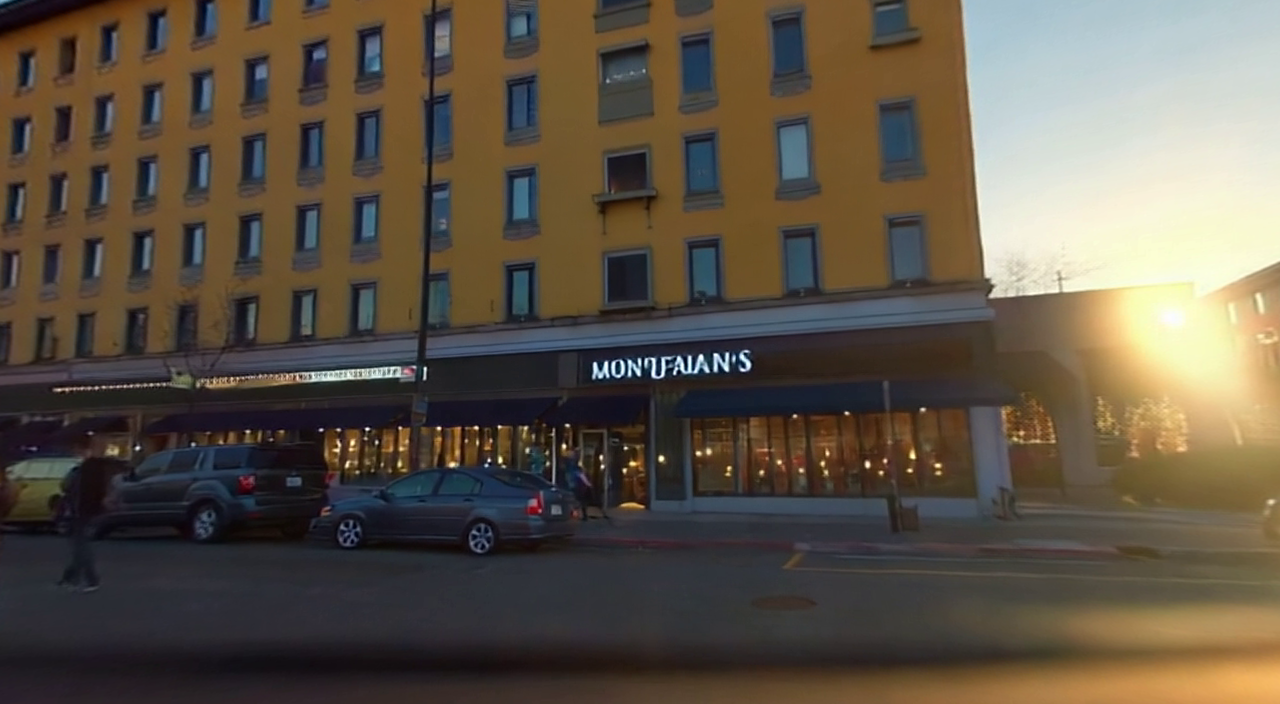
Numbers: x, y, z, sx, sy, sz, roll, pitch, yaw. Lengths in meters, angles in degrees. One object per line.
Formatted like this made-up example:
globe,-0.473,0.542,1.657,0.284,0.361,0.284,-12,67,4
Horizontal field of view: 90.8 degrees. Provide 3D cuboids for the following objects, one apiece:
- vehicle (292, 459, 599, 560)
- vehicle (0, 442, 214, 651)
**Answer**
vehicle,-3.305,2.610,10.986,4.830,1.421,1.826,-3,-9,16
vehicle,-6.379,1.560,5.705,4.330,1.458,1.932,-3,-9,20
